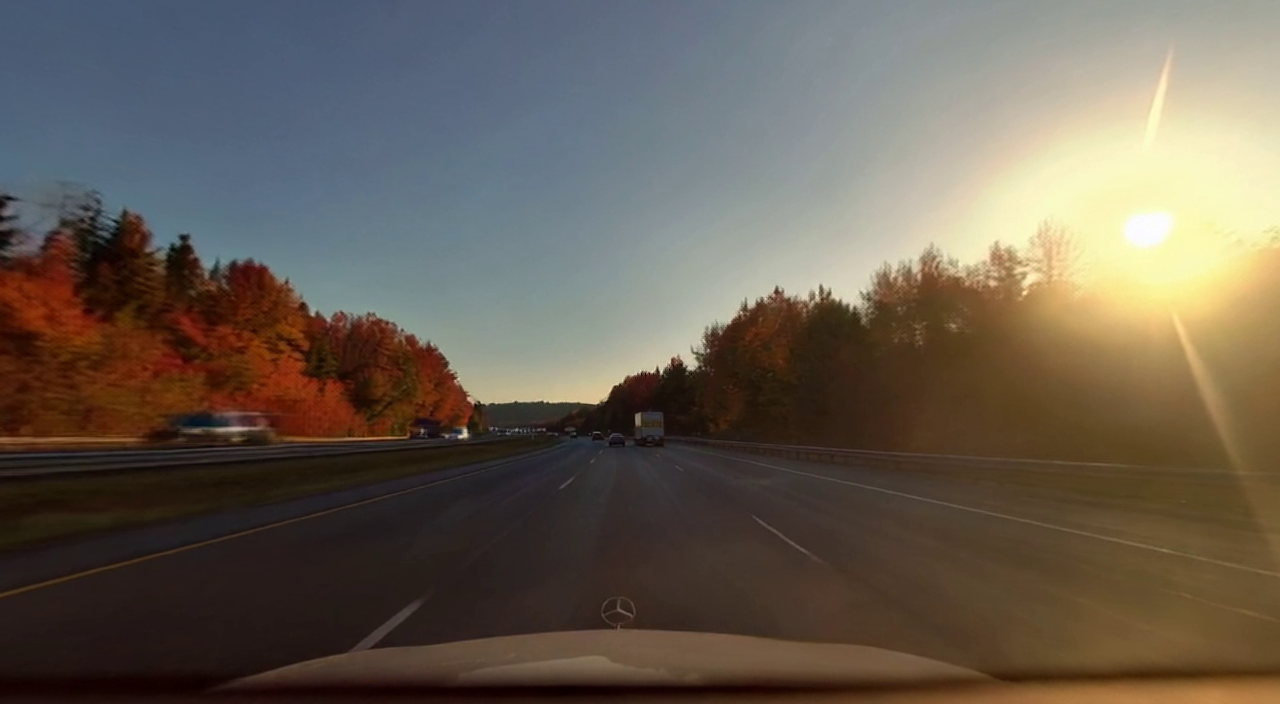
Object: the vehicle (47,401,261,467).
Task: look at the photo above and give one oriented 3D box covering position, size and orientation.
[{"bbox_3d":[-12.850,2.238,17.158,2.180,1.540,4.653,0,-8,-1],"label":"vehicle"}]
